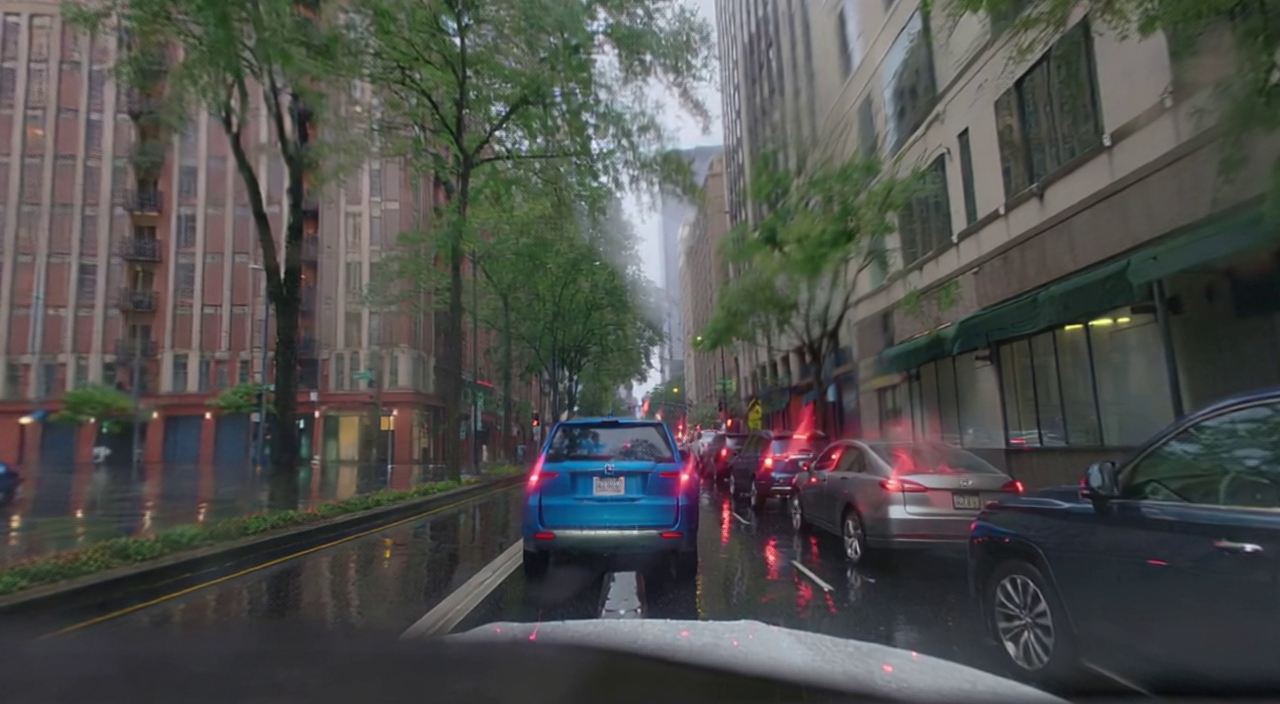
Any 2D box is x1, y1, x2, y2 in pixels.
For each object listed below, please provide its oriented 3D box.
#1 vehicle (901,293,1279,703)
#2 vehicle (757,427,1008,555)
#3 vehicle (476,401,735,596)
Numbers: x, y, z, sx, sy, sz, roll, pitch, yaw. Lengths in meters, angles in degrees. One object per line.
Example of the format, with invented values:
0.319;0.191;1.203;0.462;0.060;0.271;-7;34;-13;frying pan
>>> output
3.001;0.748;2.240;2.063;1.760;4.664;0;-9;-1;vehicle
3.288;1.984;9.797;1.941;1.482;4.632;0;-9;-2;vehicle
-0.344;1.584;7.639;2.249;1.684;4.084;0;-9;-1;vehicle
